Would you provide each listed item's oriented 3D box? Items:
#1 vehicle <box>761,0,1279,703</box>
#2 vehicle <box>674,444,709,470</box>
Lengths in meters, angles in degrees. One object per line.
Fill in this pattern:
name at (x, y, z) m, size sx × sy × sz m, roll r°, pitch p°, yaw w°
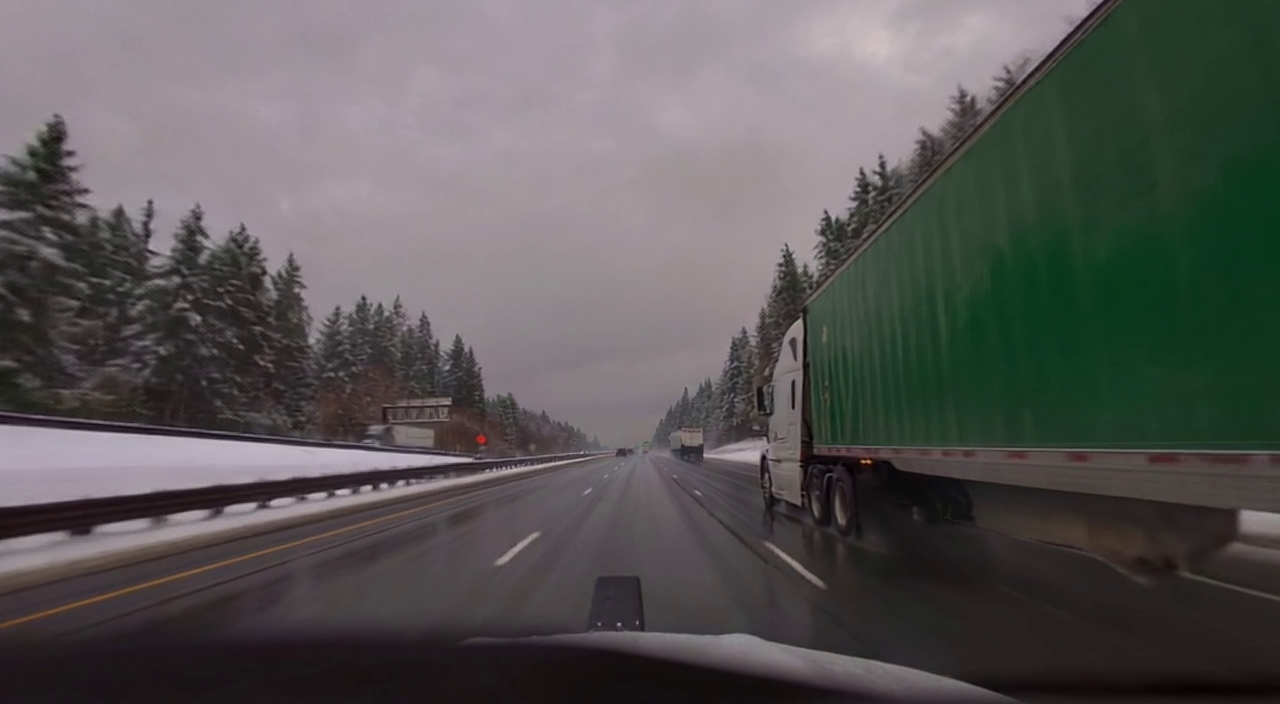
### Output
vehicle at (4.622, 0.079, 6.719) m, size 3.115 × 4.407 × 17.026 m, roll 0°, pitch -9°, yaw -1°
vehicle at (3.393, 6.989, 42.119) m, size 2.019 × 1.601 × 3.953 m, roll 0°, pitch -9°, yaw 0°
